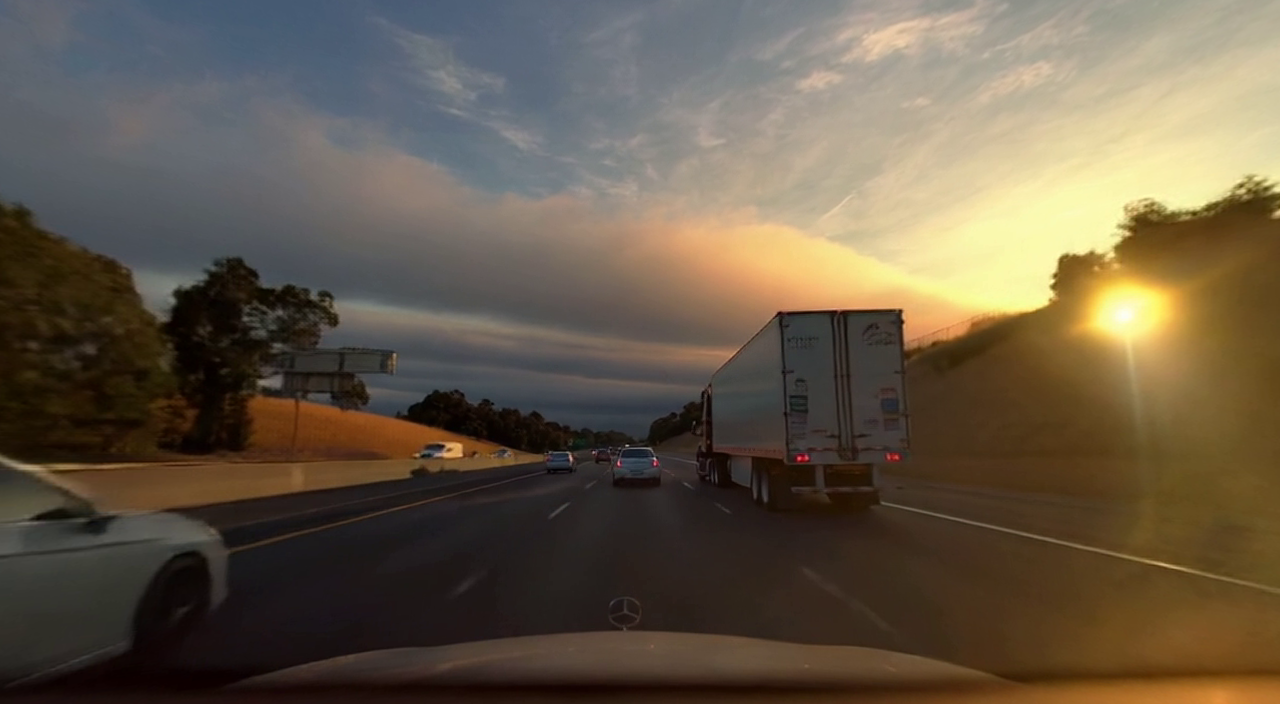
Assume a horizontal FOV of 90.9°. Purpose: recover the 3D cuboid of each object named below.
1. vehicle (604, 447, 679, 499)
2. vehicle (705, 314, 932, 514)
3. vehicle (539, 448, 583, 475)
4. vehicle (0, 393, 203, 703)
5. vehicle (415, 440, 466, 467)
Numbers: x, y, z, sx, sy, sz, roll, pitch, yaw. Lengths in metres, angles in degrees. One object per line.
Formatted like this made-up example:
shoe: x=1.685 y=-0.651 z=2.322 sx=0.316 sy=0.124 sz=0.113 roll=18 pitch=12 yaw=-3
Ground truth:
vehicle: x=0.010 y=3.595 z=19.107 sx=2.023 sy=1.400 sz=4.028 roll=0 pitch=-9 yaw=-1
vehicle: x=4.376 y=2.341 z=20.120 sx=2.905 sy=4.109 sz=14.332 roll=0 pitch=-9 yaw=-1
vehicle: x=-4.482 y=6.278 z=36.339 sx=2.017 sy=1.460 sz=4.382 roll=0 pitch=-9 yaw=-1
vehicle: x=-3.700 y=0.798 z=1.482 sx=2.153 sy=1.581 sz=4.375 roll=0 pitch=-9 yaw=0
vehicle: x=-12.814 y=6.568 z=40.789 sx=1.915 sy=1.643 sz=4.268 roll=0 pitch=-9 yaw=-1
